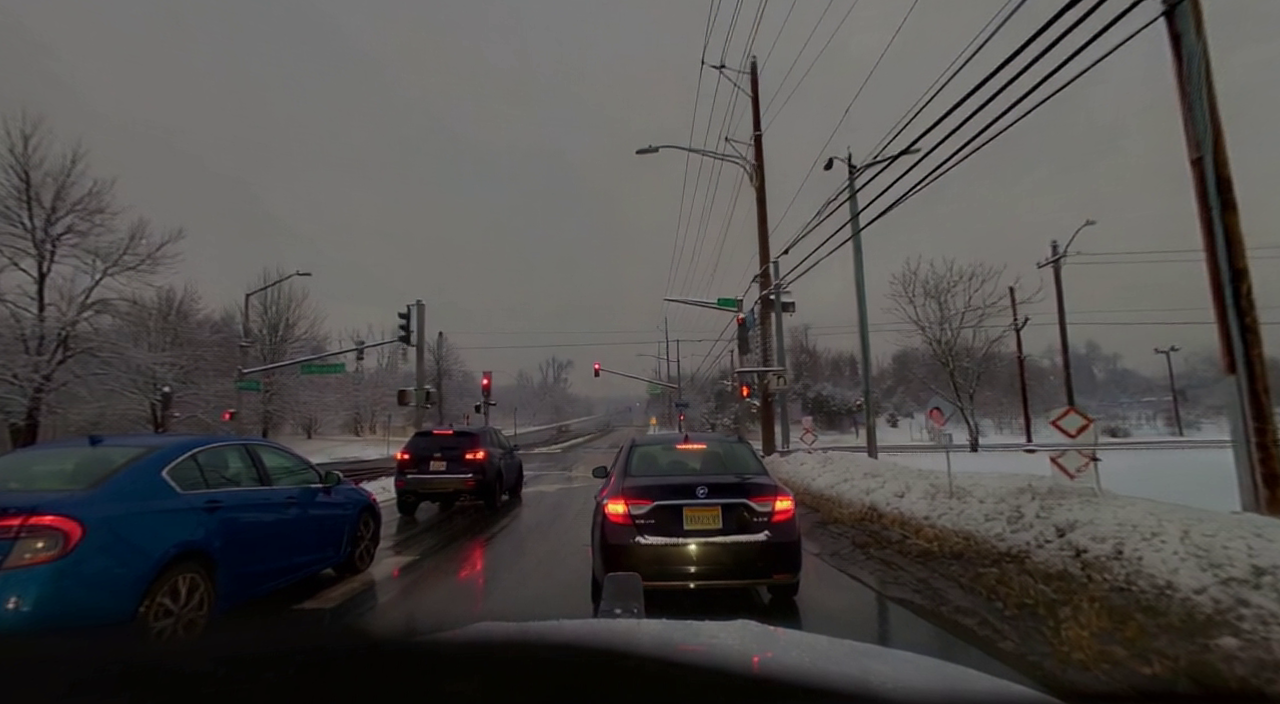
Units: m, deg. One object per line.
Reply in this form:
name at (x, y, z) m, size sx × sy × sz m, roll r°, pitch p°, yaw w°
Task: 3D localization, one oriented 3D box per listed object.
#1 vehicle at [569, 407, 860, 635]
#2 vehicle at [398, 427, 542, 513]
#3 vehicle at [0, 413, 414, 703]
vehicle at (0.415, 1.451, 6.373) m, size 1.998 × 1.529 × 3.960 m, roll 0°, pitch -9°, yaw -3°
vehicle at (-3.333, 2.406, 13.304) m, size 1.984 × 1.505 × 4.047 m, roll 0°, pitch -9°, yaw -2°
vehicle at (-3.704, 1.372, 5.324) m, size 1.956 × 1.468 × 4.585 m, roll 0°, pitch -9°, yaw -1°
